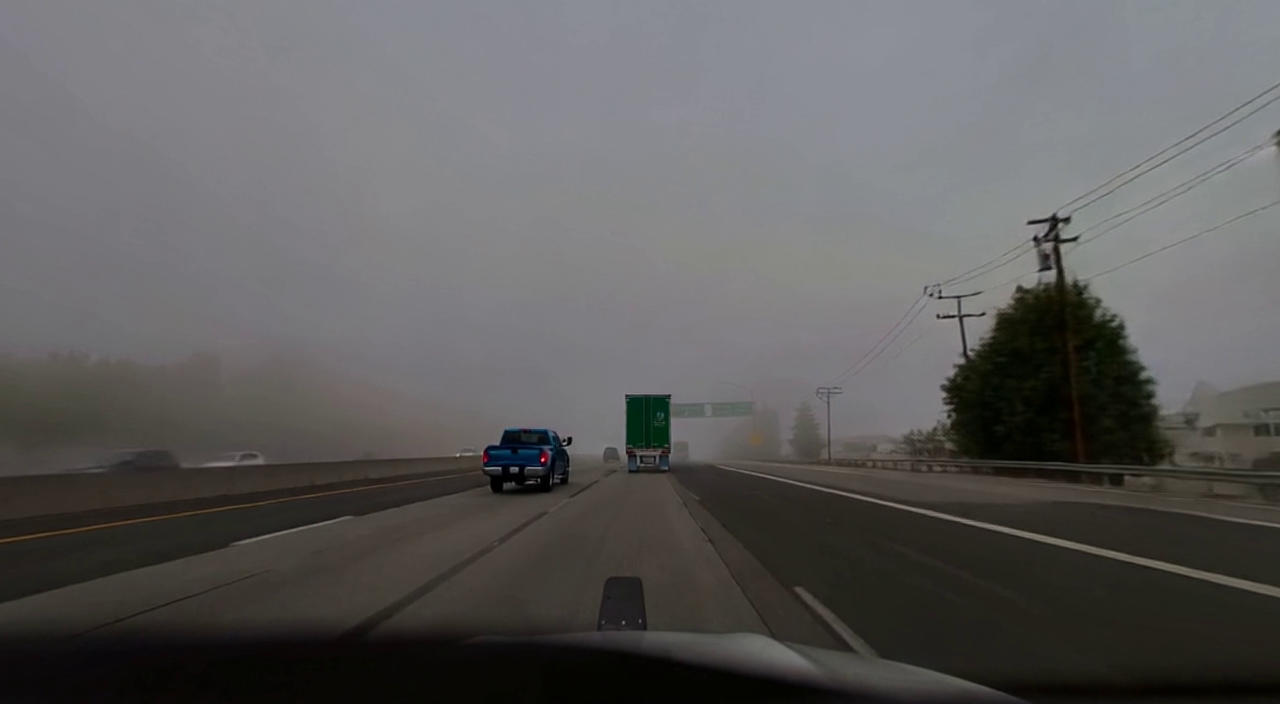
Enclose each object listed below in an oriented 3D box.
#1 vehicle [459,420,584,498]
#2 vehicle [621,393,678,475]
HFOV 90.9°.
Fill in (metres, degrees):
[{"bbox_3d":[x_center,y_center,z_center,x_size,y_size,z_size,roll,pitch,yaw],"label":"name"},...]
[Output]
[{"bbox_3d":[-3.579,3.438,20.806,2.749,2.141,6.515,0,-8,1],"label":"vehicle"},{"bbox_3d":[0.580,5.062,38.206,2.879,4.085,13.125,0,-8,1],"label":"vehicle"}]
